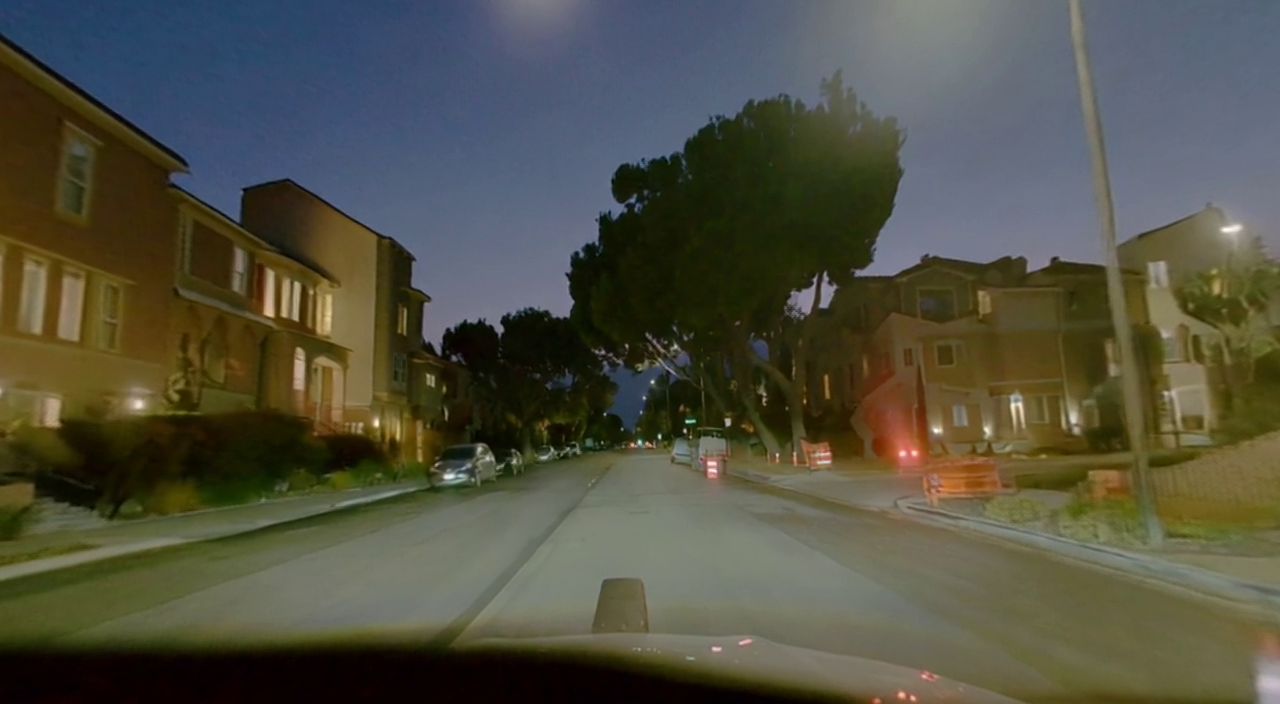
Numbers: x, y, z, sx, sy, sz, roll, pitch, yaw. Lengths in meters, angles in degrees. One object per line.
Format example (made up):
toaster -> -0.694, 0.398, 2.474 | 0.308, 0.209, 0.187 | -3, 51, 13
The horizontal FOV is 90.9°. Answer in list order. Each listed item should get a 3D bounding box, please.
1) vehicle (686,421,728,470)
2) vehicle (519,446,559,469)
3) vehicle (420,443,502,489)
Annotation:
vehicle -> 3.696, 5.230, 35.384 | 2.082, 2.534, 3.248 | -2, -8, 3
vehicle -> -6.977, 7.300, 43.971 | 1.974, 1.479, 4.607 | 0, -8, 0
vehicle -> -6.855, 4.395, 24.644 | 1.957, 1.608, 4.476 | 0, -8, -1
